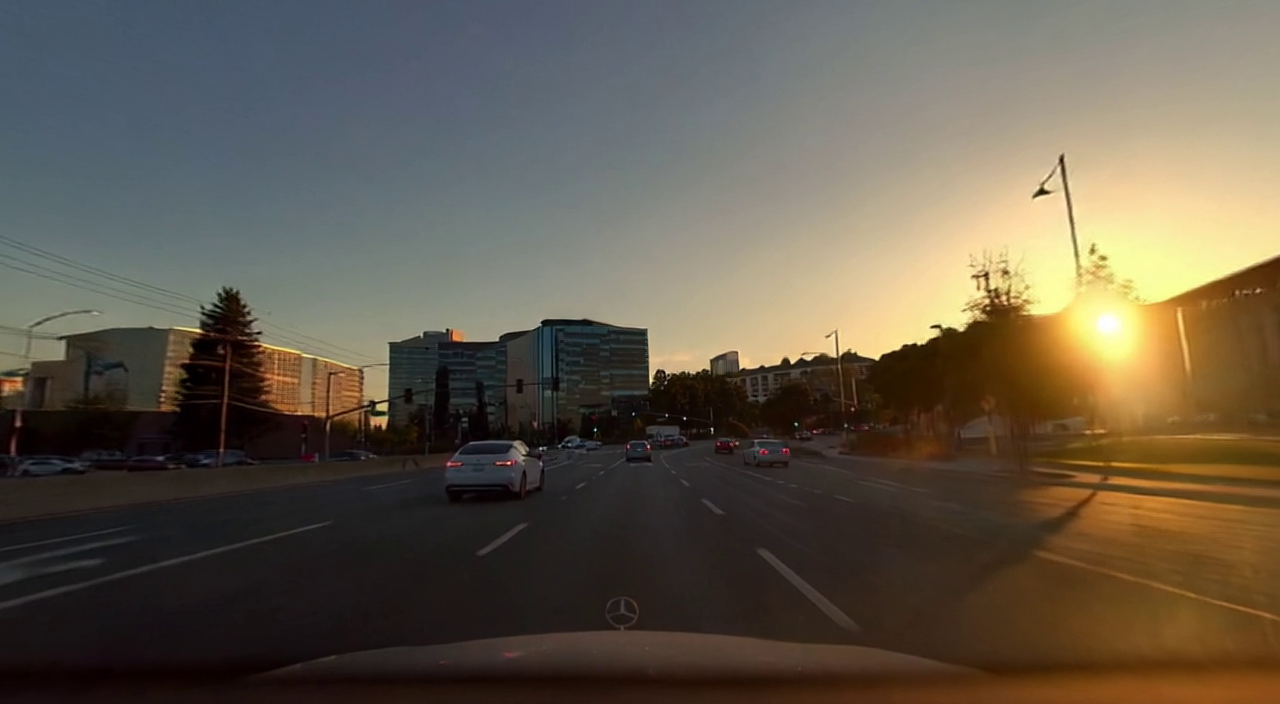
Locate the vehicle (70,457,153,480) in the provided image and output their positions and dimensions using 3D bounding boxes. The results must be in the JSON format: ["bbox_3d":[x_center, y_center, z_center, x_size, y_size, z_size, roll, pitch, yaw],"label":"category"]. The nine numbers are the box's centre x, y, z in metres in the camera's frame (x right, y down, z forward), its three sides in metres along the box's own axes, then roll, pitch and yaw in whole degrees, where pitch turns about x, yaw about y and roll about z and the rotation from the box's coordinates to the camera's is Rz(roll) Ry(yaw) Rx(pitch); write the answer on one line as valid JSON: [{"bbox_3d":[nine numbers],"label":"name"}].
[{"bbox_3d":[-40.132,8.824,48.019,4.488,1.463,1.905,-2,-8,-5],"label":"vehicle"}]

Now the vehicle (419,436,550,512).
[{"bbox_3d":[-3.320,2.681,14.434,1.837,1.463,4.311,0,-8,1],"label":"vehicle"}]

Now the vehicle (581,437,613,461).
[{"bbox_3d":[-3.250,7.462,48.724,2.033,1.714,4.278,0,-8,1],"label":"vehicle"}]

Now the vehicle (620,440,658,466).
[{"bbox_3d":[-0.078,5.925,37.085,2.098,1.431,3.958,0,-8,0],"label":"vehicle"}]

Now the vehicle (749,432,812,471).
[{"bbox_3d":[6.588,4.699,30.097,1.945,1.706,4.190,0,-8,-2],"label":"vehicle"}]
